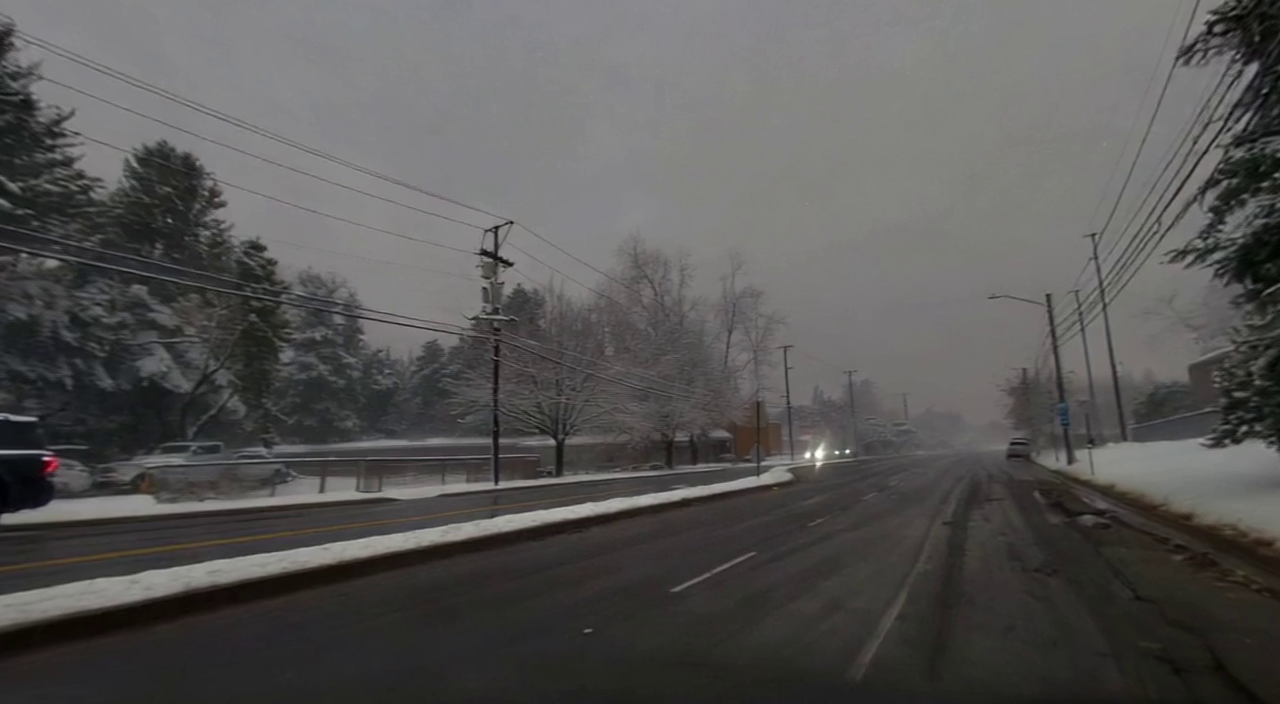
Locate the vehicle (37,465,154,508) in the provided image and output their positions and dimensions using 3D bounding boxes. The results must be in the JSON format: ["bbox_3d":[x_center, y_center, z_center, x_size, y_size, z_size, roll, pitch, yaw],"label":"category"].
[{"bbox_3d":[-27.151,6.696,31.600,4.467,1.929,2.134,-3,-9,15],"label":"vehicle"}]

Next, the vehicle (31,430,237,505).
[{"bbox_3d":[-28.256,6.511,35.322,11.101,3.738,2.966,-5,-10,17],"label":"vehicle"}]
